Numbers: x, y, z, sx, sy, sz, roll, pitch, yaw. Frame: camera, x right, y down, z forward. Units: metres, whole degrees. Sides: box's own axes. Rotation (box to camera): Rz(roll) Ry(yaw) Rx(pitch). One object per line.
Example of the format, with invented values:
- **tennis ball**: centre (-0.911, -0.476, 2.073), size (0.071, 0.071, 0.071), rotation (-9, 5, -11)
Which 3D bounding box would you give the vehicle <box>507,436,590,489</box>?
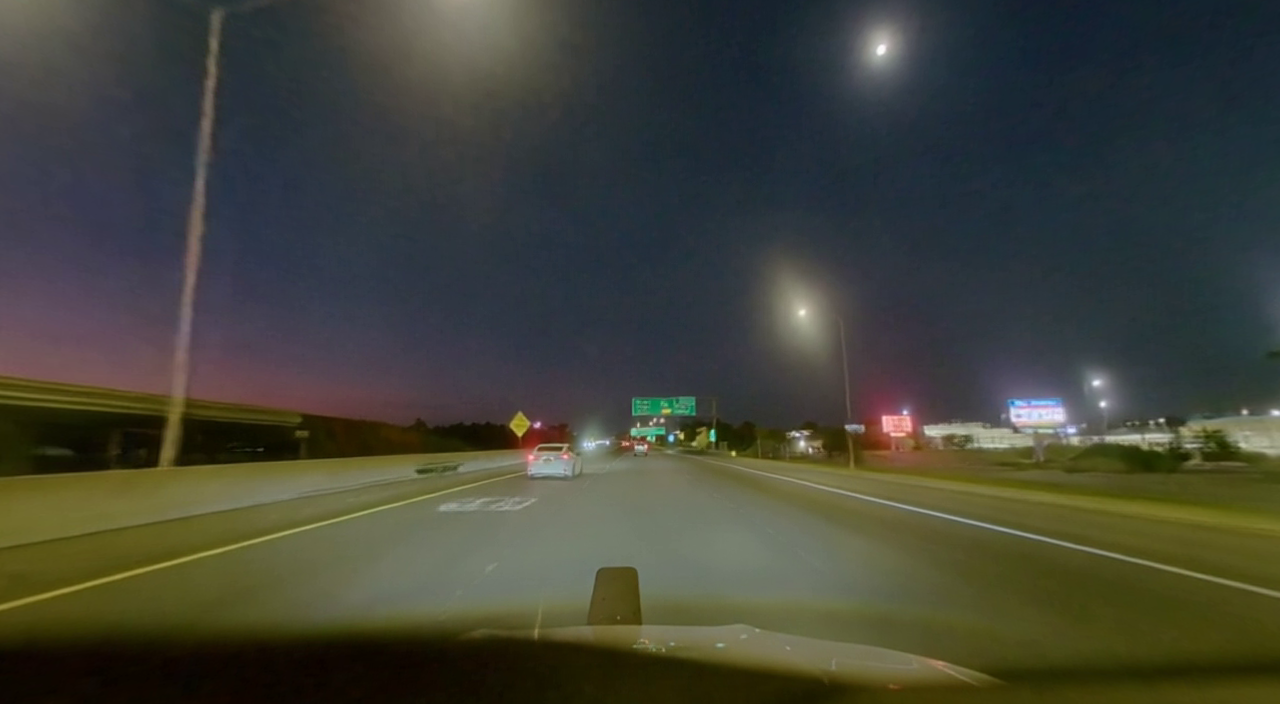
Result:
- **vehicle**: centre (-2.951, 3.675, 21.370), size (2.029, 1.557, 4.570), rotation (0, -8, 1)
